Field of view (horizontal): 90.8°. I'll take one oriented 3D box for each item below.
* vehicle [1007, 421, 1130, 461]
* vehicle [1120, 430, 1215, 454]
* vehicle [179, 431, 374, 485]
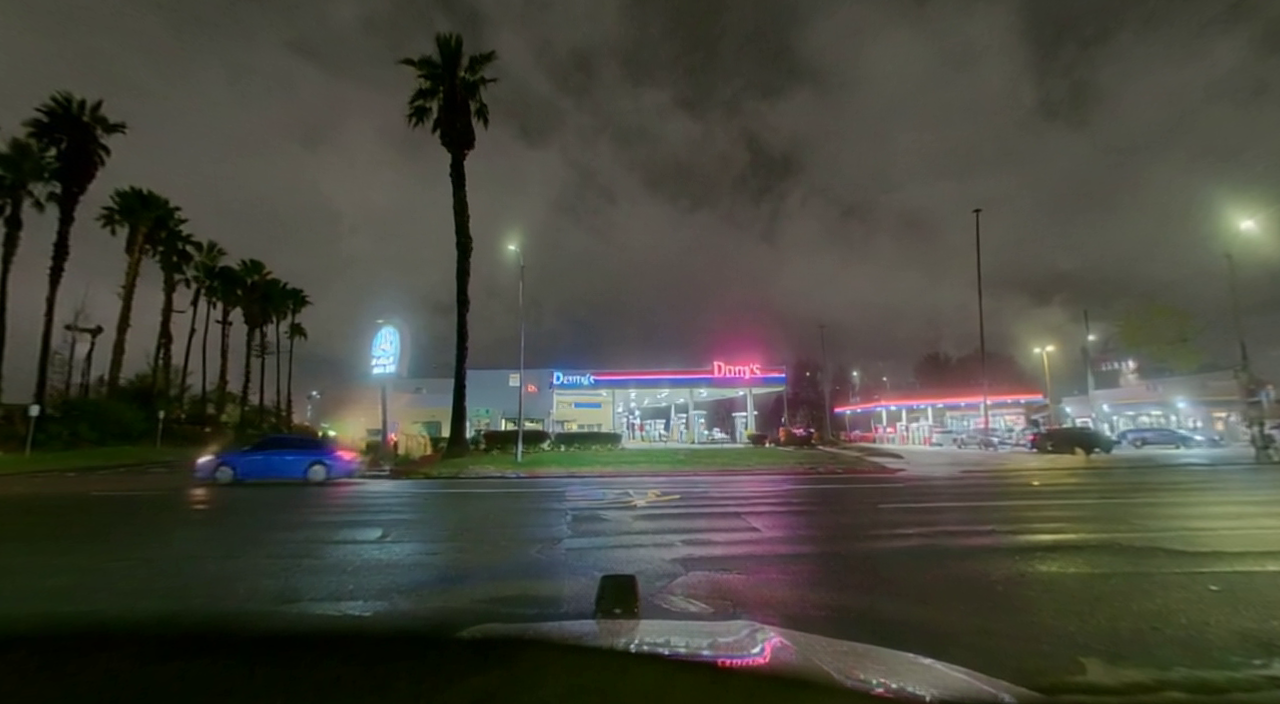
[{"bbox_3d":[21.872,4.515,32.370,4.880,1.754,2.202,-1,-5,-7],"label":"vehicle"},{"bbox_3d":[34.012,5.850,40.906,1.805,1.466,4.641,1,-8,-8],"label":"vehicle"},{"bbox_3d":[-10.593,3.114,18.752,4.570,1.480,1.873,1,-8,-6],"label":"vehicle"}]
